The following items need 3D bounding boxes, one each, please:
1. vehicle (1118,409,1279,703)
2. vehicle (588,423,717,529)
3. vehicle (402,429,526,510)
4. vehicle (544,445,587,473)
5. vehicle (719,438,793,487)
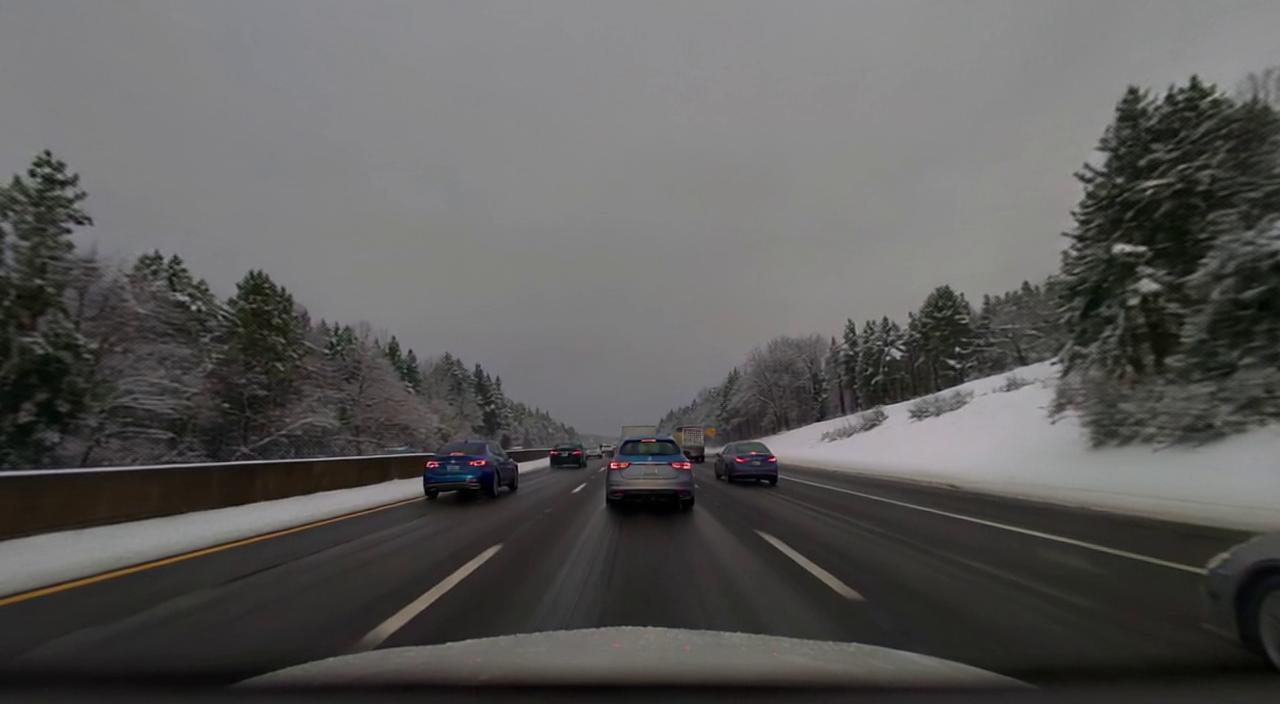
[{"bbox_3d":[3.689,0.744,1.242,1.953,1.434,4.511,0,-9,0],"label":"vehicle"},{"bbox_3d":[0.193,2.315,12.185,2.093,1.695,3.782,0,-9,0],"label":"vehicle"},{"bbox_3d":[-4.131,2.832,15.498,1.890,1.708,3.844,0,-9,0],"label":"vehicle"},{"bbox_3d":[-4.112,5.997,35.476,1.910,1.468,3.781,0,-9,1],"label":"vehicle"},{"bbox_3d":[4.064,3.939,22.698,1.905,1.590,3.746,0,-9,-1],"label":"vehicle"}]
